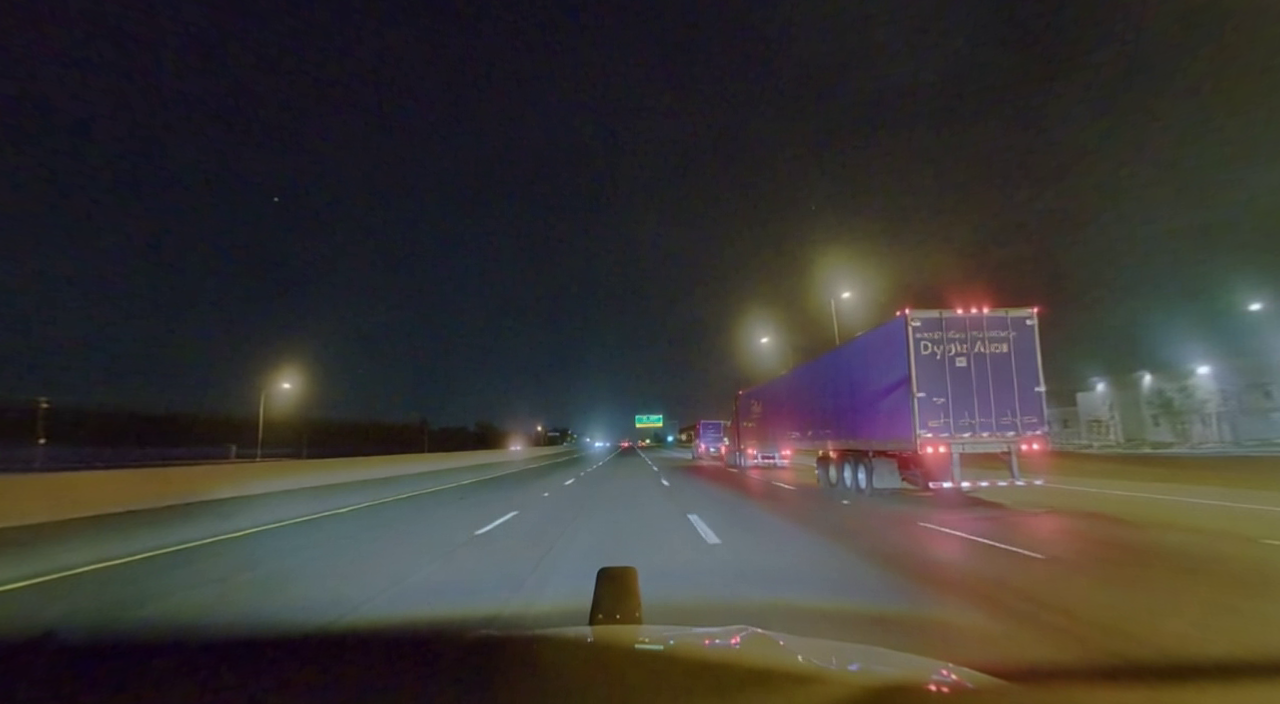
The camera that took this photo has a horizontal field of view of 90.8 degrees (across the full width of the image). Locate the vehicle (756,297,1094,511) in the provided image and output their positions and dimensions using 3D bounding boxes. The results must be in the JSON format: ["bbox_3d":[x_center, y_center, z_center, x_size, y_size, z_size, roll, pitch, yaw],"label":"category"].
[{"bbox_3d":[6.701,2.086,19.757,2.962,3.947,16.241,0,-8,0],"label":"vehicle"}]
